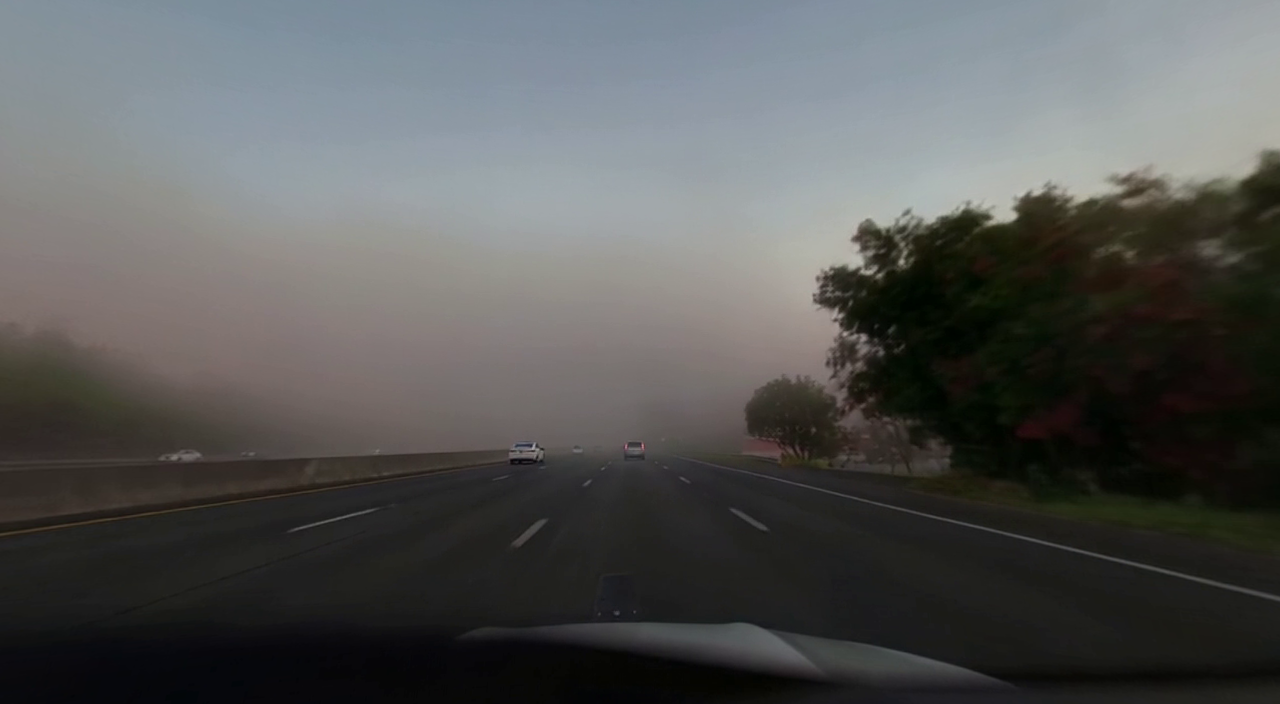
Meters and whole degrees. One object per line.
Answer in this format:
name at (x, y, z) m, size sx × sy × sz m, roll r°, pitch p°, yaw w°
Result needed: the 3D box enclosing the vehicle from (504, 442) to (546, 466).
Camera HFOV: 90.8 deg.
vehicle at (-7.847, 6.997, 43.456) m, size 1.991 × 1.572 × 4.314 m, roll 0°, pitch -9°, yaw 0°
